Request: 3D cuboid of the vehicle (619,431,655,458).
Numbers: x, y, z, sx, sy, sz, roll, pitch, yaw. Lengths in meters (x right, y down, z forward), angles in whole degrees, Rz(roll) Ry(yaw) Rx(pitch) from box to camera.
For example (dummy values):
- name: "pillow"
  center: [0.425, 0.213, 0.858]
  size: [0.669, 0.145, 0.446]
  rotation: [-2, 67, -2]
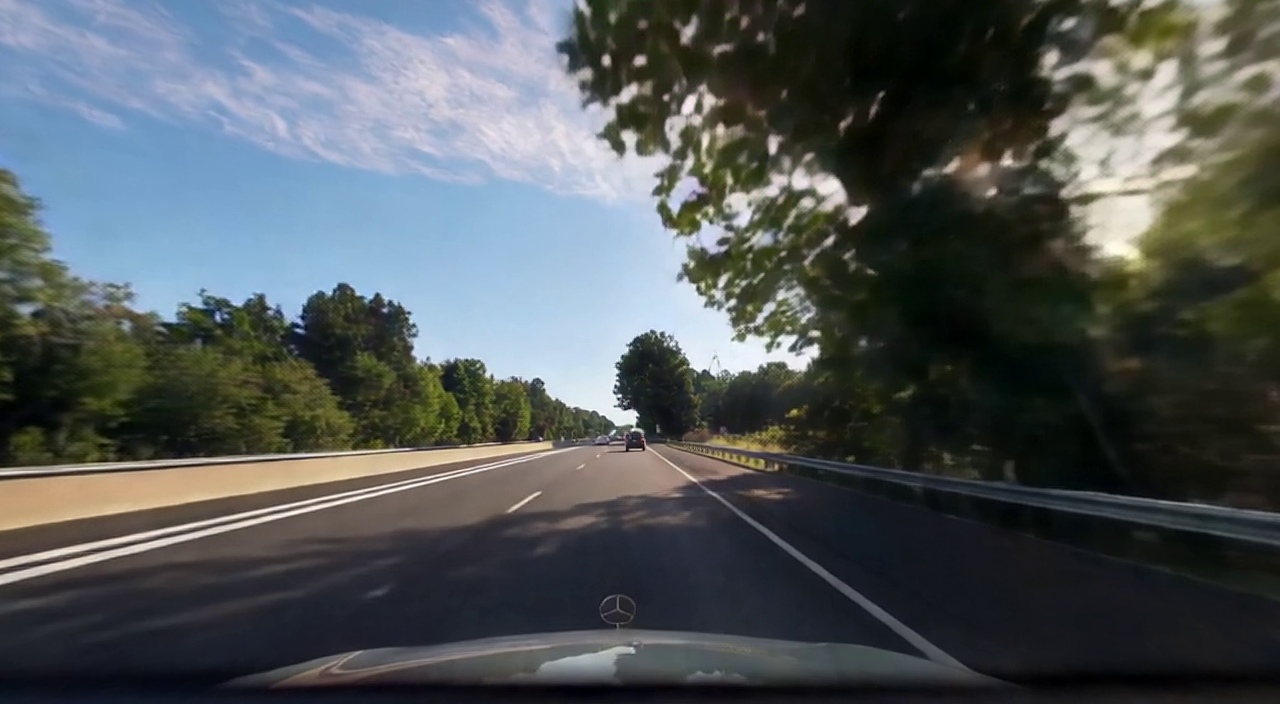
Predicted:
- name: "vehicle"
  center: [-0.207, 5.902, 40.381]
  size: [2.134, 1.654, 4.174]
  rotation: [0, -8, -1]
